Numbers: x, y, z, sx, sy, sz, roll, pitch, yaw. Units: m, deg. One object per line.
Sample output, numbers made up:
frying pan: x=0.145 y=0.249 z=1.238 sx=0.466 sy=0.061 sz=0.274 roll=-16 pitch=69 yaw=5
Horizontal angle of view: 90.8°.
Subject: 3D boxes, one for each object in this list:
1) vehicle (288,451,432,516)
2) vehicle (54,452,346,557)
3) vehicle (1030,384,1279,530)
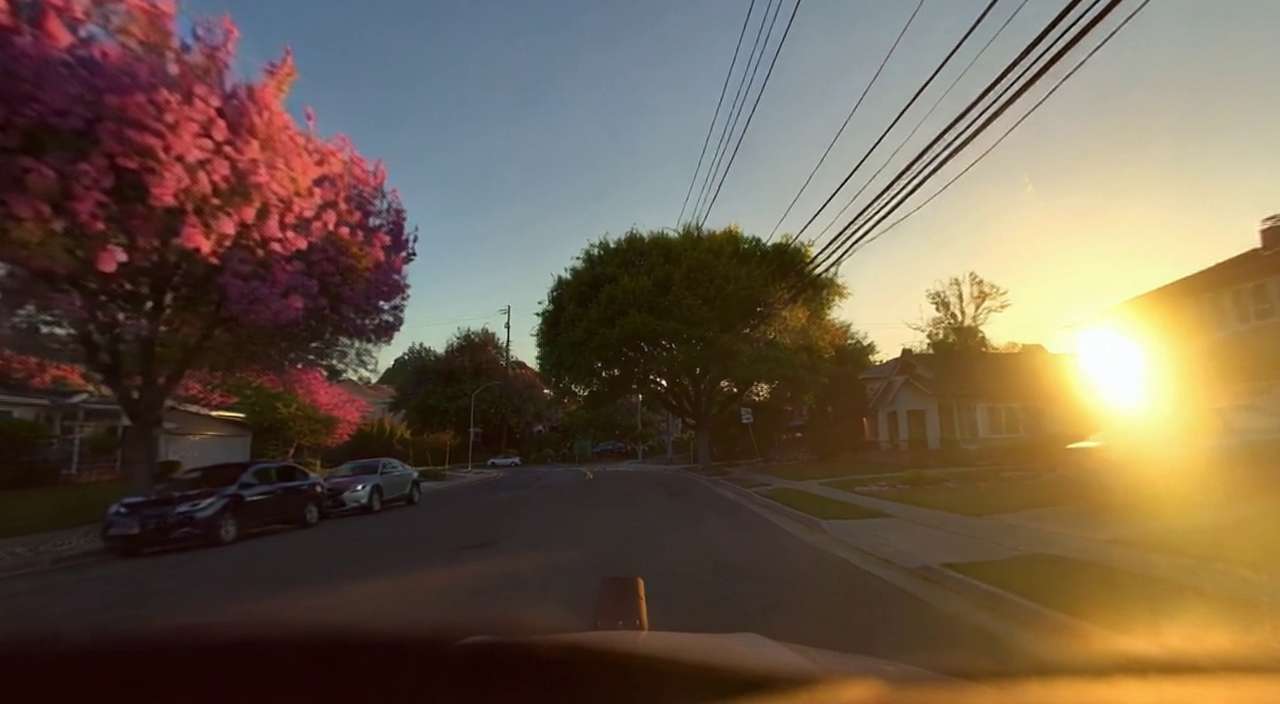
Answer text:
vehicle: x=-7.312 y=3.446 z=17.083 sx=1.896 sy=1.484 sz=4.298 roll=0 pitch=-9 yaw=0
vehicle: x=-7.558 y=2.604 z=11.609 sx=2.034 sy=1.493 sz=4.524 roll=0 pitch=-9 yaw=1
vehicle: x=8.629 y=1.482 z=9.540 sx=4.025 sy=1.738 sz=1.920 roll=-6 pitch=-9 yaw=-1
